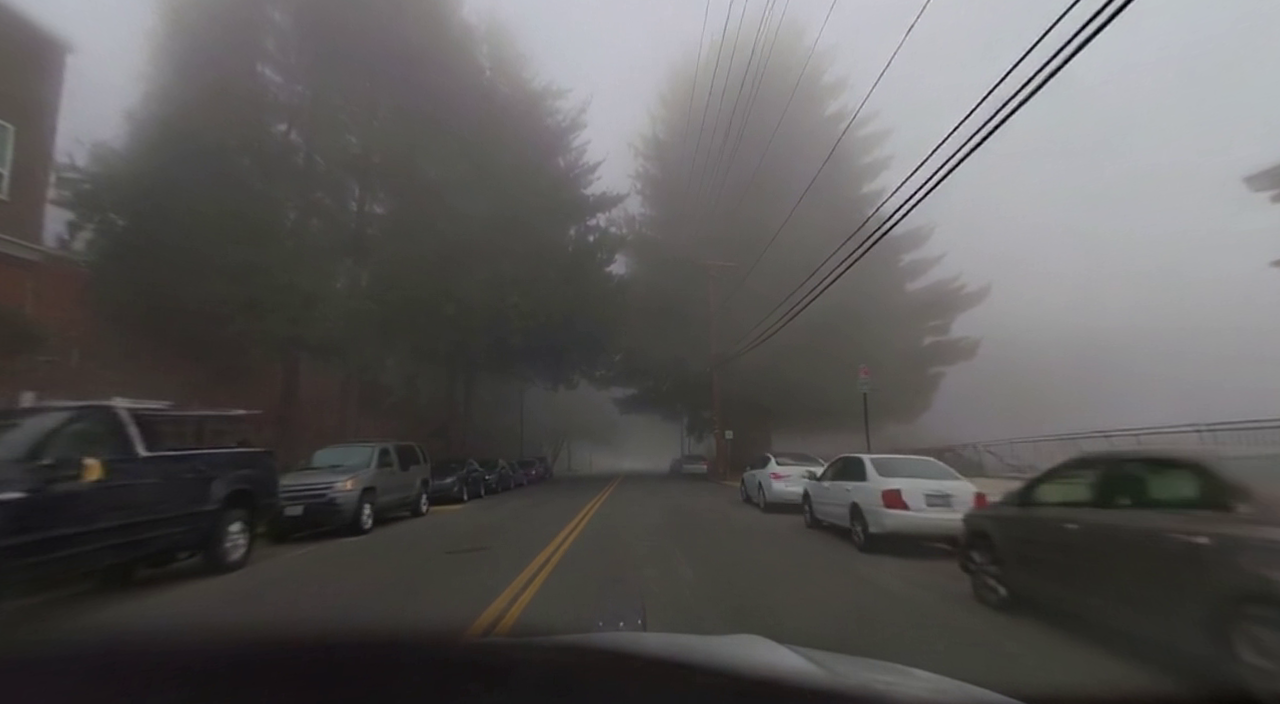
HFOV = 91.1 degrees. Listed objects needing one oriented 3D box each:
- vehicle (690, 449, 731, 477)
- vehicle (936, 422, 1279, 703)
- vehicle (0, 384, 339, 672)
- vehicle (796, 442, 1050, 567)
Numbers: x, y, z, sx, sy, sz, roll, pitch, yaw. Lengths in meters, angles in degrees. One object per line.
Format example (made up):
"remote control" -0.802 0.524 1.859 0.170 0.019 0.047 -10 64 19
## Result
"vehicle" 4.041 6.406 36.496 1.883 1.527 3.828 0 -9 -1
"vehicle" 3.772 1.227 3.780 1.881 1.500 4.299 0 -9 0
"vehicle" -6.138 1.709 7.158 2.376 2.219 6.021 -2 -8 1
"vehicle" 3.921 2.167 9.727 1.846 1.464 4.420 0 -9 0
